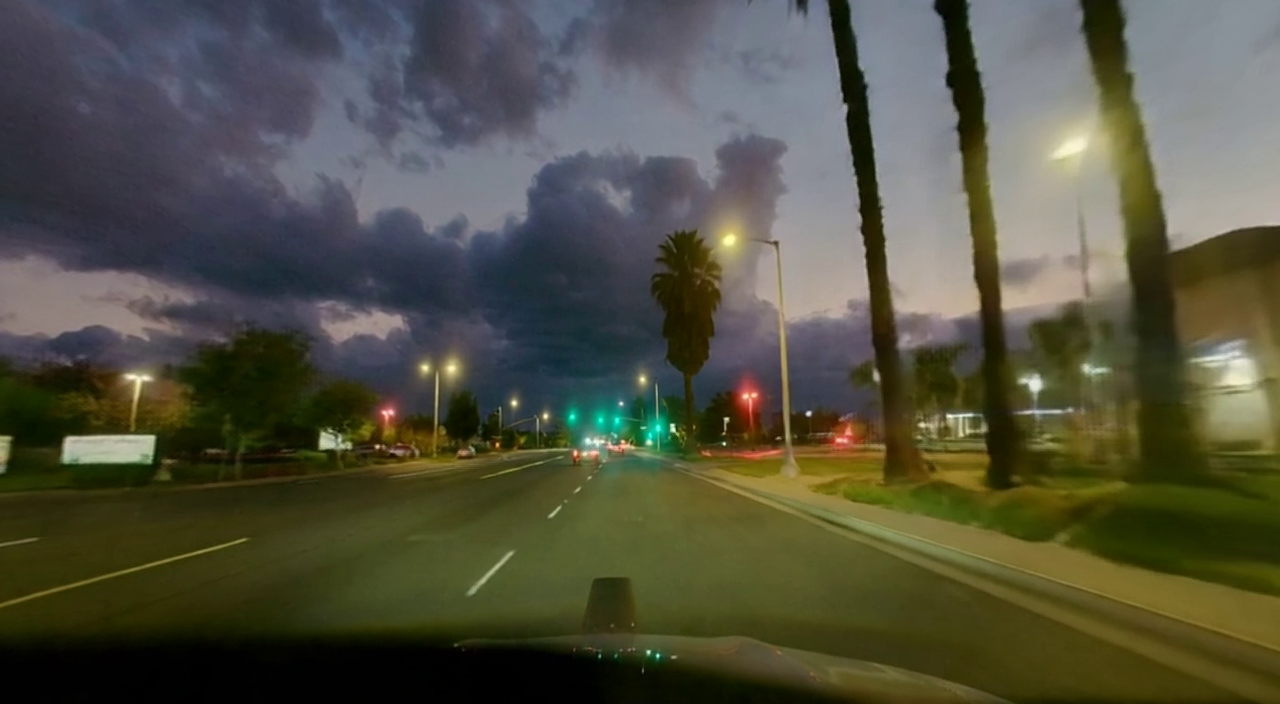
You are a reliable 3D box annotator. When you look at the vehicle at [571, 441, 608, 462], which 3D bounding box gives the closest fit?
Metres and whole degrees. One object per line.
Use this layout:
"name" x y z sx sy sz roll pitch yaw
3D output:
"vehicle" -3.820 7.633 48.641 2.060 1.526 3.859 -1 -8 7
